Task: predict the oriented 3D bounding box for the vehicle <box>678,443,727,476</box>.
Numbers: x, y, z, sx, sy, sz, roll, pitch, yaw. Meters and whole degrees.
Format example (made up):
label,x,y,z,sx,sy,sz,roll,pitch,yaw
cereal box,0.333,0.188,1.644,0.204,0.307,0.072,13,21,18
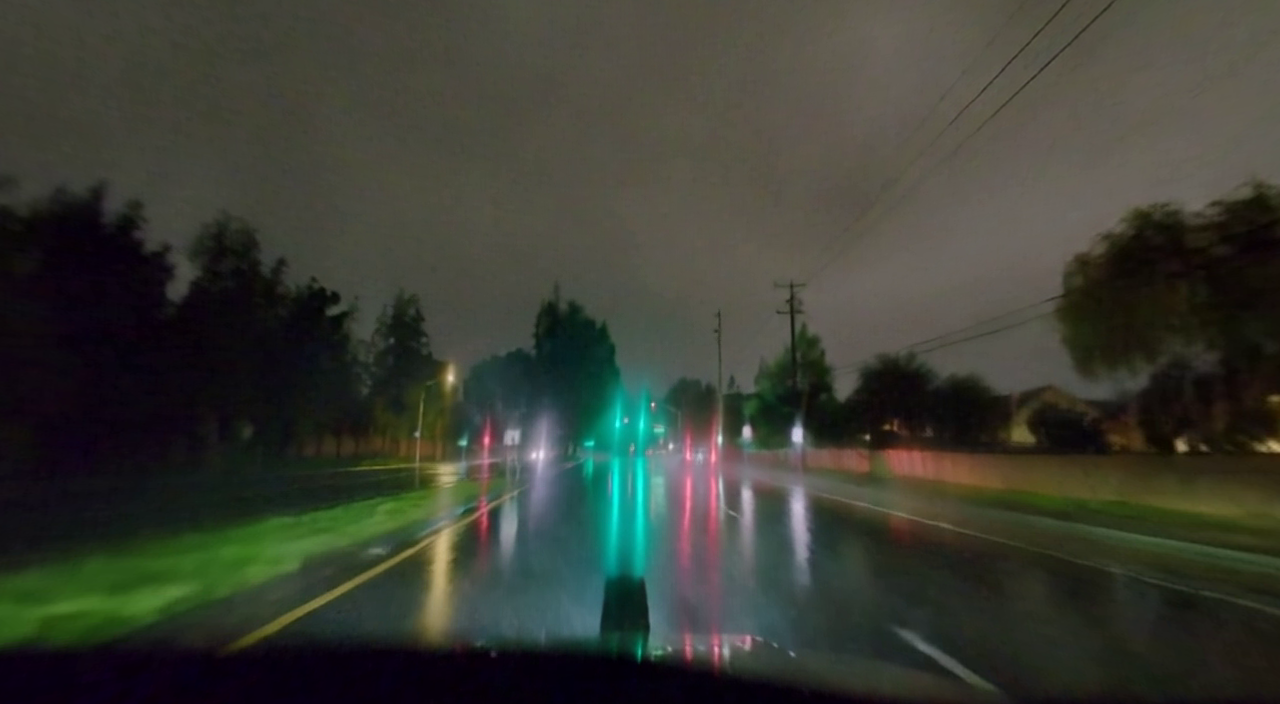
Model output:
label,x,y,z,sx,sy,sz,roll,pitch,yaw
vehicle,3.519,6.140,36.334,2.240,1.781,4.433,0,-9,-1
